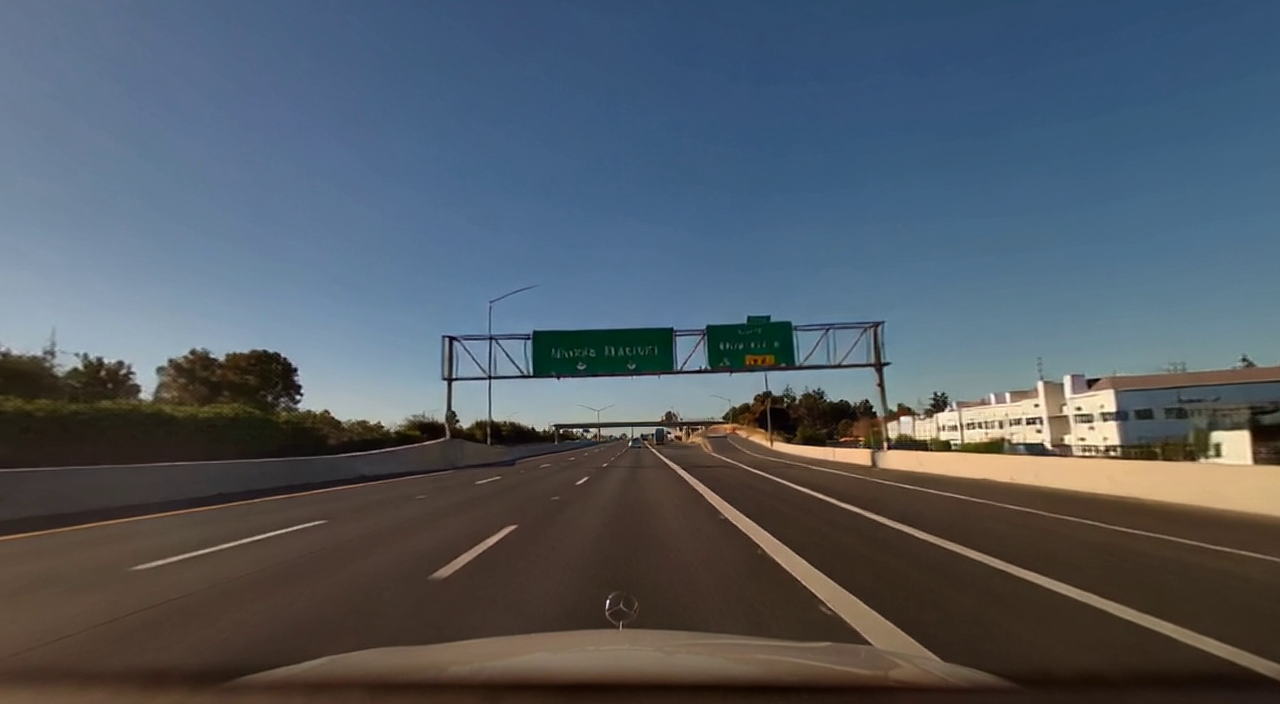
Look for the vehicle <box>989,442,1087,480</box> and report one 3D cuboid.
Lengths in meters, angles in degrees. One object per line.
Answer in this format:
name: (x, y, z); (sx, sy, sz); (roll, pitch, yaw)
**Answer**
vehicle: (22.515, 6.133, 36.036); (2.013, 1.958, 5.318); (-1, -8, -1)
